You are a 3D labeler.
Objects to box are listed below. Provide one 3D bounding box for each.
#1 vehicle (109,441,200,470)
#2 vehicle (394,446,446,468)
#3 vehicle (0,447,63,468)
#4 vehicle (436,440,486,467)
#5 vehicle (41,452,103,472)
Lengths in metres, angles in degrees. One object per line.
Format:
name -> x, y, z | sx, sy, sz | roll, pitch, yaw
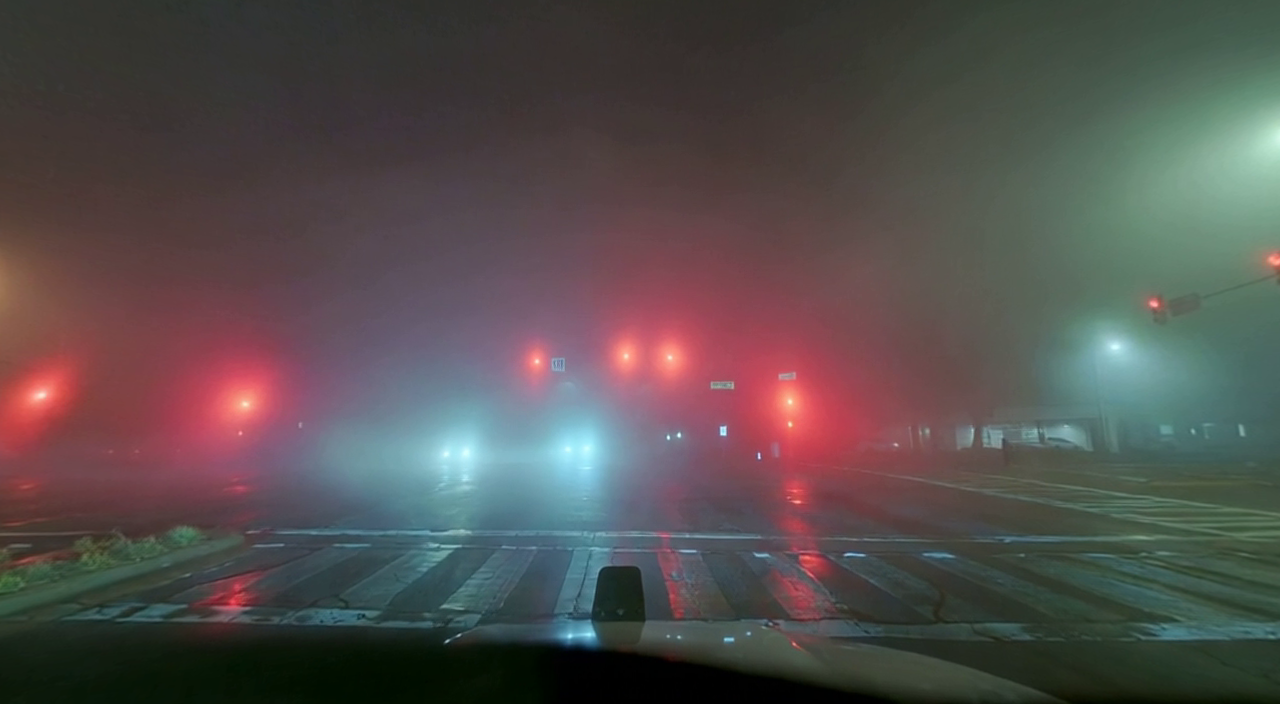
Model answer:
vehicle -> -34.936, 7.447, 45.749 | 2.204, 1.955, 5.518 | 0, -8, 0
vehicle -> -15.521, 7.441, 44.841 | 2.056, 1.450, 4.343 | 0, -8, 0
vehicle -> -45.285, 7.777, 46.612 | 1.858, 1.467, 3.624 | 0, -9, 1
vehicle -> -12.005, 6.832, 42.659 | 2.080, 1.763, 4.341 | 0, -8, 1
vehicle -> -41.625, 8.042, 46.375 | 1.552, 1.339, 3.340 | -1, -9, -3
